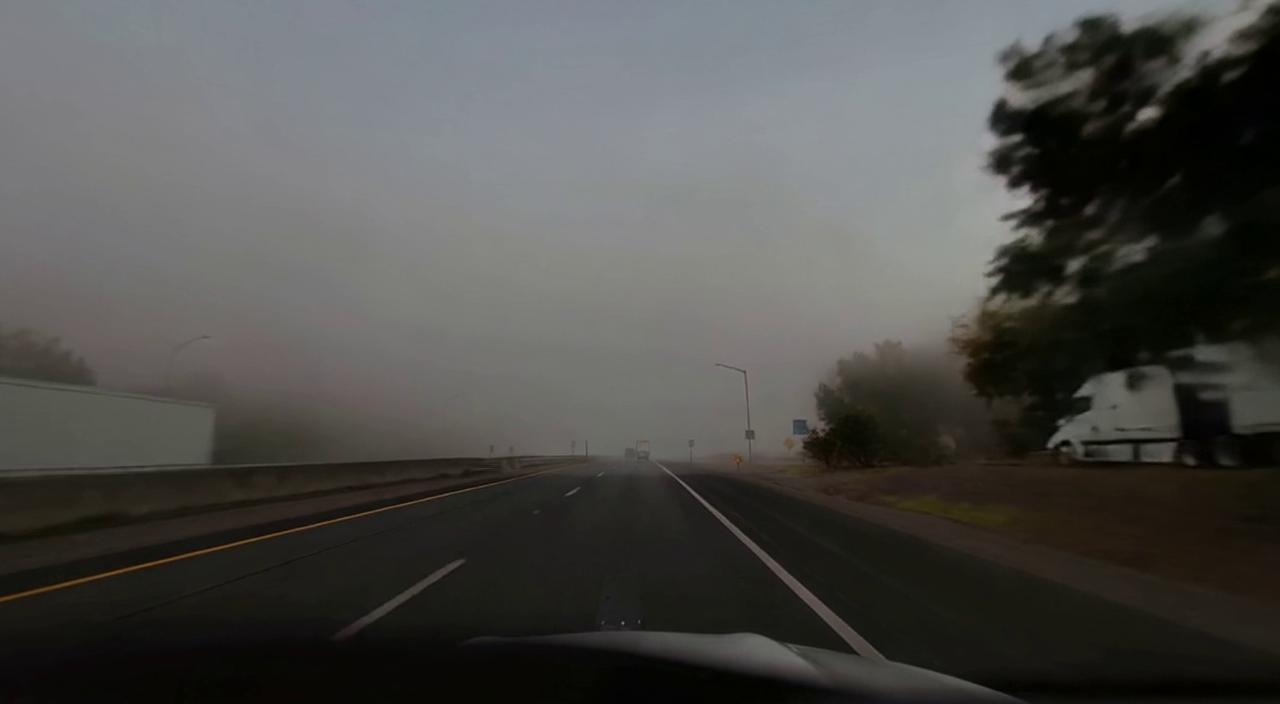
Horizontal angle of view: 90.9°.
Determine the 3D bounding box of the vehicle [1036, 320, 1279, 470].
[{"bbox_3d":[18.209,1.705,20.304,3.038,3.945,10.598,1,-9,-6],"label":"vehicle"}]
